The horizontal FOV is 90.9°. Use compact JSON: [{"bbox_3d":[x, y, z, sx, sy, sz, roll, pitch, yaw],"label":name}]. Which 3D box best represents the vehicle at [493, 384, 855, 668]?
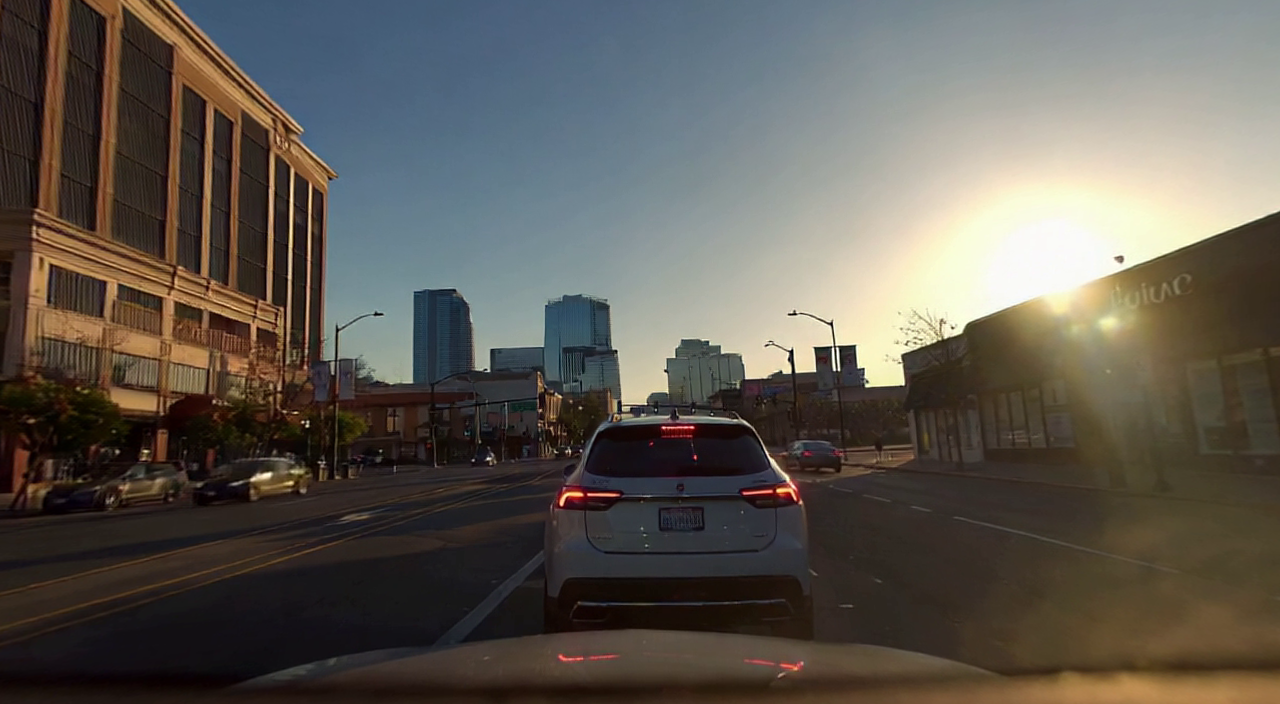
[{"bbox_3d":[0.200,1.310,5.735,2.125,1.669,3.880,0,-8,0],"label":"vehicle"}]

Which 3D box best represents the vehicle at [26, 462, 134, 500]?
[{"bbox_3d":[-28.661,6.610,32.444,2.018,1.716,4.042,-1,-10,-5],"label":"vehicle"}]

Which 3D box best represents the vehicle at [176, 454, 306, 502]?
[{"bbox_3d":[-14.017,4.423,22.458,1.991,1.486,3.844,0,-8,2],"label":"vehicle"}]

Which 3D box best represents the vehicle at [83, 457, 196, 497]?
[{"bbox_3d":[-25.843,6.416,32.845,2.026,1.808,4.835,0,-8,-2],"label":"vehicle"}]
